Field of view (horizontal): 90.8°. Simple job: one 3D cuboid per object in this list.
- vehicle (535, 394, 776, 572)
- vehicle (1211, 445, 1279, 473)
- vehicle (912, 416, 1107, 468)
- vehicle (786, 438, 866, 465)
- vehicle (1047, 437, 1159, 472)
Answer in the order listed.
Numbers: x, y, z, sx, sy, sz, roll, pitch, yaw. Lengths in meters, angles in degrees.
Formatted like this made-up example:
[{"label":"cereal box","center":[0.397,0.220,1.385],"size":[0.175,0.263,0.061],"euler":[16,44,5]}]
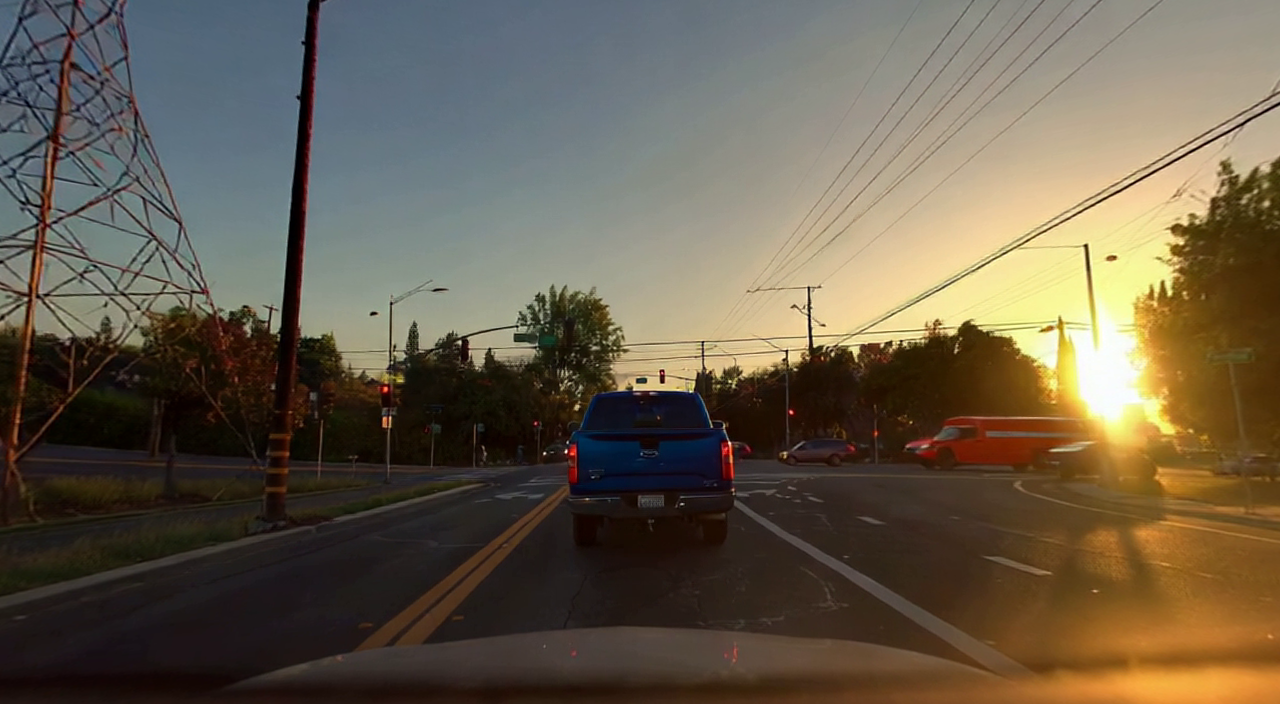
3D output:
[{"label":"vehicle","center":[0.123,1.873,9.940],"size":[2.707,1.964,5.485],"euler":[0,-8,-1]},{"label":"vehicle","center":[40.947,6.949,41.256],"size":[5.426,1.728,1.999],"euler":[0,-8,-3]},{"label":"vehicle","center":[23.998,5.910,41.531],"size":[10.726,3.128,3.003],"euler":[-1,-8,2]},{"label":"vehicle","center":[13.460,7.260,46.085],"size":[5.235,1.878,2.107],"euler":[-2,-8,8]},{"label":"vehicle","center":[21.570,4.751,29.452],"size":[4.520,1.496,2.060],"euler":[3,-9,-23]}]
